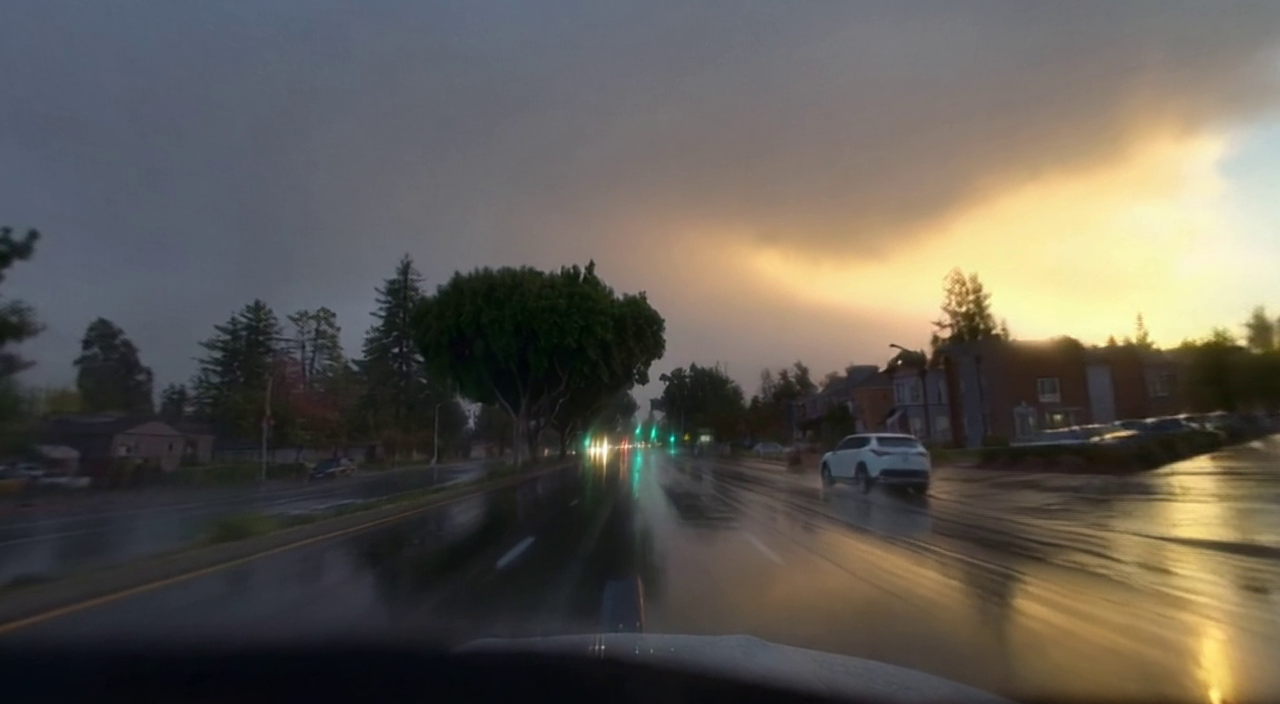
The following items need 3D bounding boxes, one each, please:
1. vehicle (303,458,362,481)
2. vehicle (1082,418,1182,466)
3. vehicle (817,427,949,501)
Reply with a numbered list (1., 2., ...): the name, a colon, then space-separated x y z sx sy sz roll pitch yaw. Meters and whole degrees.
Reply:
1. vehicle: -22.285 8.523 46.088 1.164 1.469 6.173 0 -9 0
2. vehicle: 14.352 2.629 18.387 3.386 1.301 0.852 5 -10 -28
3. vehicle: 6.971 3.260 18.788 1.954 1.907 4.736 0 -9 -1
